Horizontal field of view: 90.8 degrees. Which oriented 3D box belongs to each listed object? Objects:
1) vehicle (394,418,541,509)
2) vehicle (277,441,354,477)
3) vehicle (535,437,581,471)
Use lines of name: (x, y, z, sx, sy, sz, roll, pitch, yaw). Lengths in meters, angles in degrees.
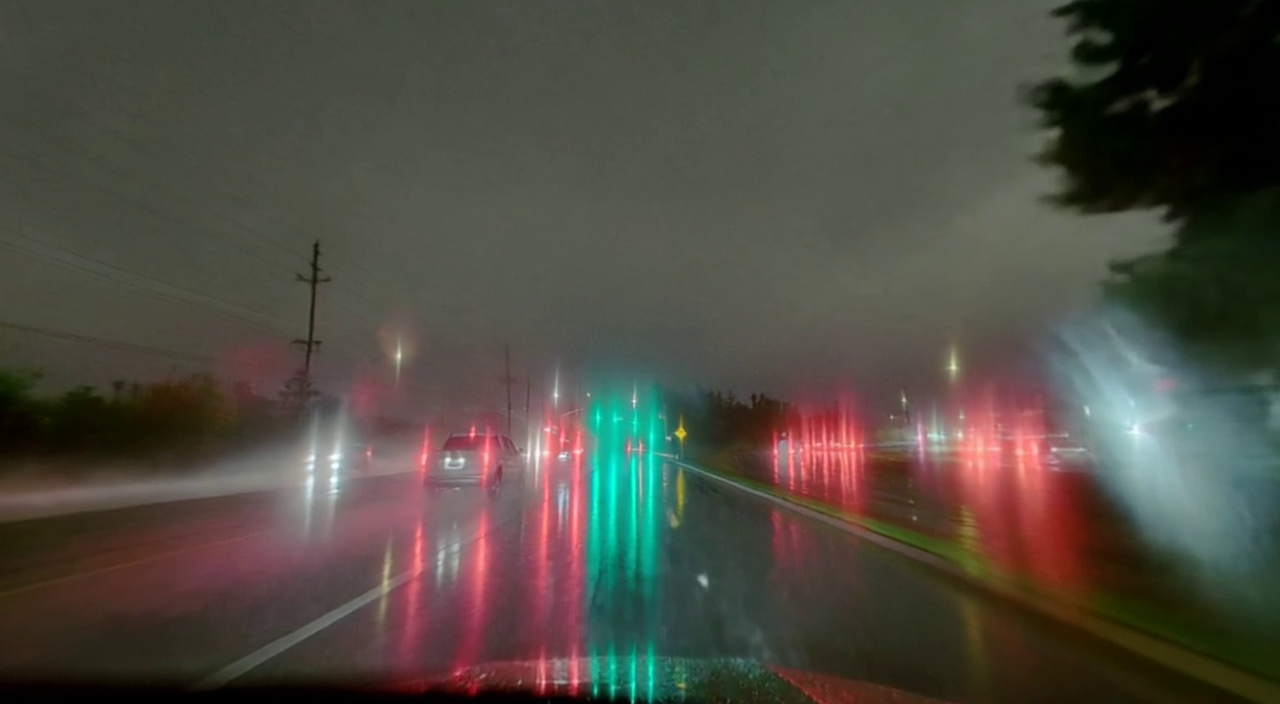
vehicle: (-3.848, 2.592, 15.104, 2.189, 1.807, 4.467, 0, -8, 1)
vehicle: (-17.314, 5.698, 33.976, 1.928, 1.618, 4.377, 1, -6, -2)
vehicle: (-4.364, 5.454, 34.073, 2.041, 1.698, 4.094, 0, -8, -2)
